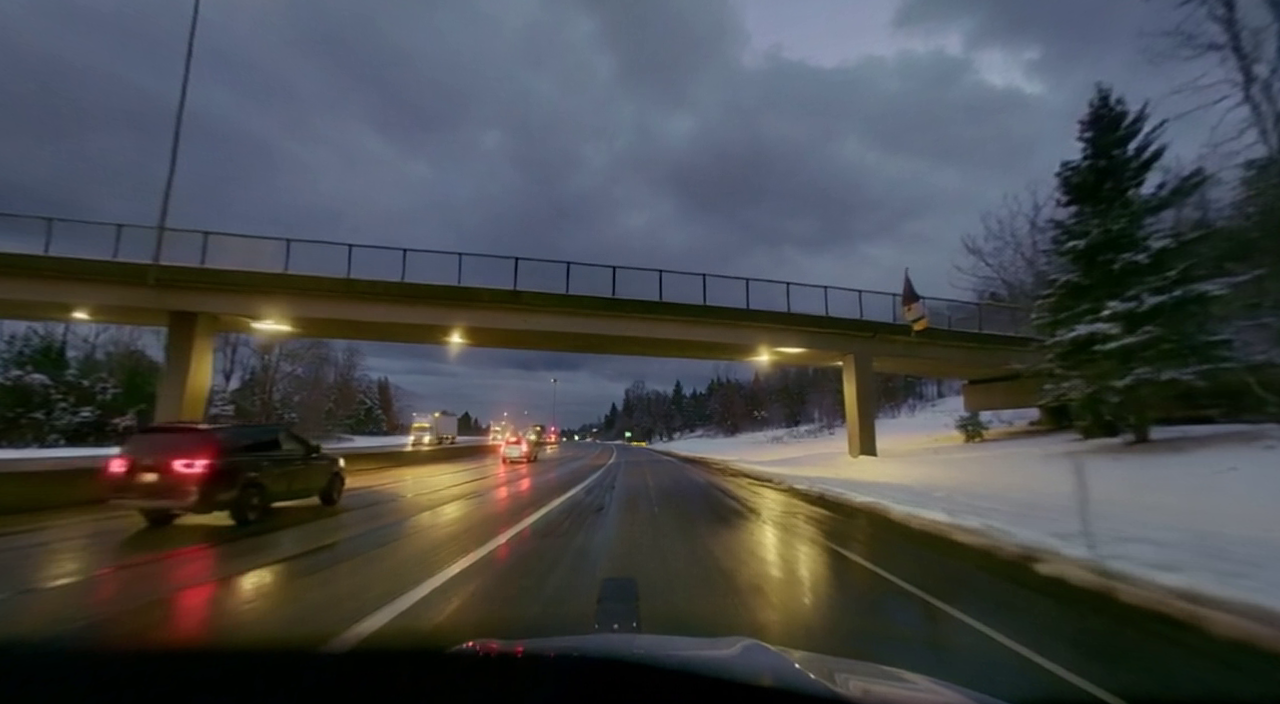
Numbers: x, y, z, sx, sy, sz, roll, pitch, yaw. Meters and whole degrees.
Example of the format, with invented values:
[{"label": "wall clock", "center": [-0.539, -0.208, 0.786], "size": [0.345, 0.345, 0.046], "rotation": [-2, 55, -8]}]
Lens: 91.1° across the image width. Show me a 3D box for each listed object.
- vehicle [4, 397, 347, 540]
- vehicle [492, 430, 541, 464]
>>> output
[{"label": "vehicle", "center": [-7.355, 1.886, 10.867], "size": [2.188, 1.896, 4.810], "rotation": [0, -8, 1]}, {"label": "vehicle", "center": [-7.319, 5.666, 37.657], "size": [1.956, 1.888, 4.512], "rotation": [0, -8, 1]}]
